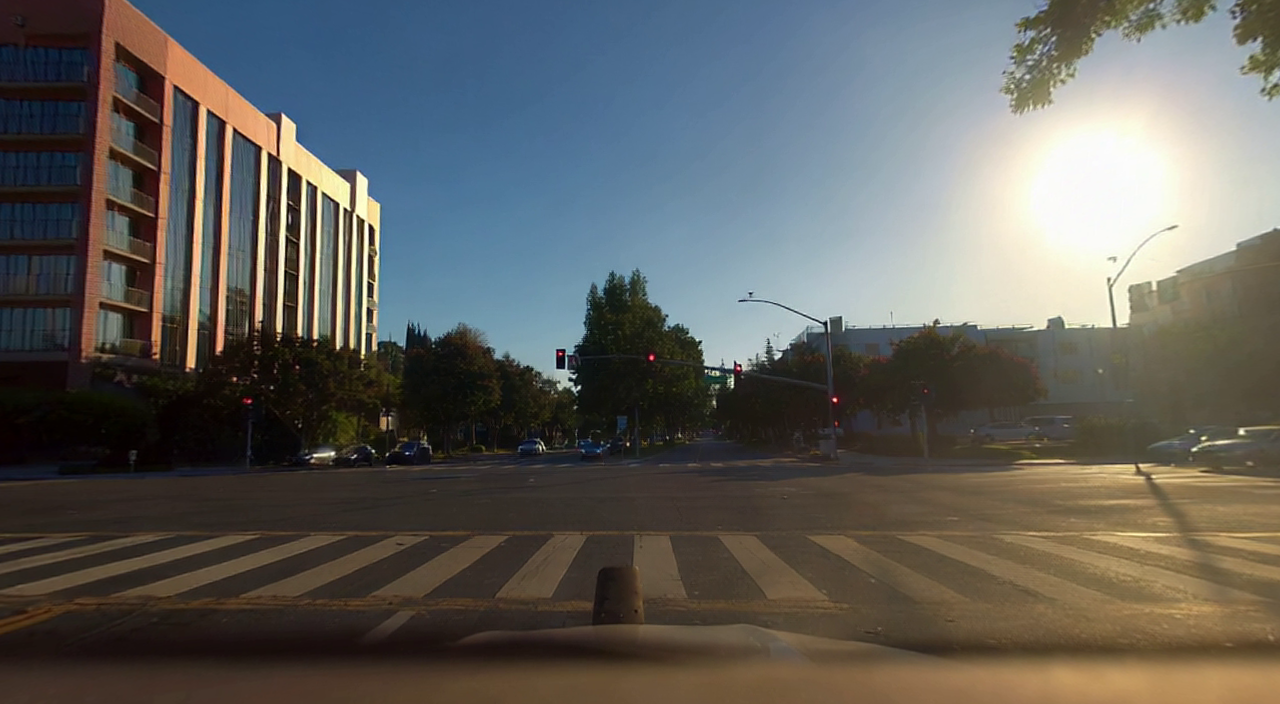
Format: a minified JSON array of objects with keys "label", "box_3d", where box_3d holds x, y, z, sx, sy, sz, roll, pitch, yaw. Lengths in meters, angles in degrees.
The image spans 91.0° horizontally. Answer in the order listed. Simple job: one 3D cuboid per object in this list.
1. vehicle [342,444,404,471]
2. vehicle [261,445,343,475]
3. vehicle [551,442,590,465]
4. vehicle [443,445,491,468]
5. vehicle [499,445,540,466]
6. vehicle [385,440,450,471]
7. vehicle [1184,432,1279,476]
[{"label":"vehicle","box_3d":[-18.550,7.342,43.986,2.237,1.801,4.541,0,-9,1]},{"label":"vehicle","box_3d":[-22.037,7.035,41.312,2.032,1.839,4.884,-2,-9,10]},{"label":"vehicle","box_3d":[-4.527,6.708,41.681,1.954,1.431,4.050,-1,-9,2]},{"label":"vehicle","box_3d":[-11.642,7.051,42.712,1.911,1.476,4.297,-1,-9,2]},{"label":"vehicle","box_3d":[-8.098,7.000,42.610,1.910,1.321,3.692,0,-9,1]},{"label":"vehicle","box_3d":[-15.137,7.041,43.163,2.340,1.946,5.450,0,-9,2]},{"label":"vehicle","box_3d":[22.322,3.577,22.237,4.474,1.477,1.908,0,-9,-3]}]
